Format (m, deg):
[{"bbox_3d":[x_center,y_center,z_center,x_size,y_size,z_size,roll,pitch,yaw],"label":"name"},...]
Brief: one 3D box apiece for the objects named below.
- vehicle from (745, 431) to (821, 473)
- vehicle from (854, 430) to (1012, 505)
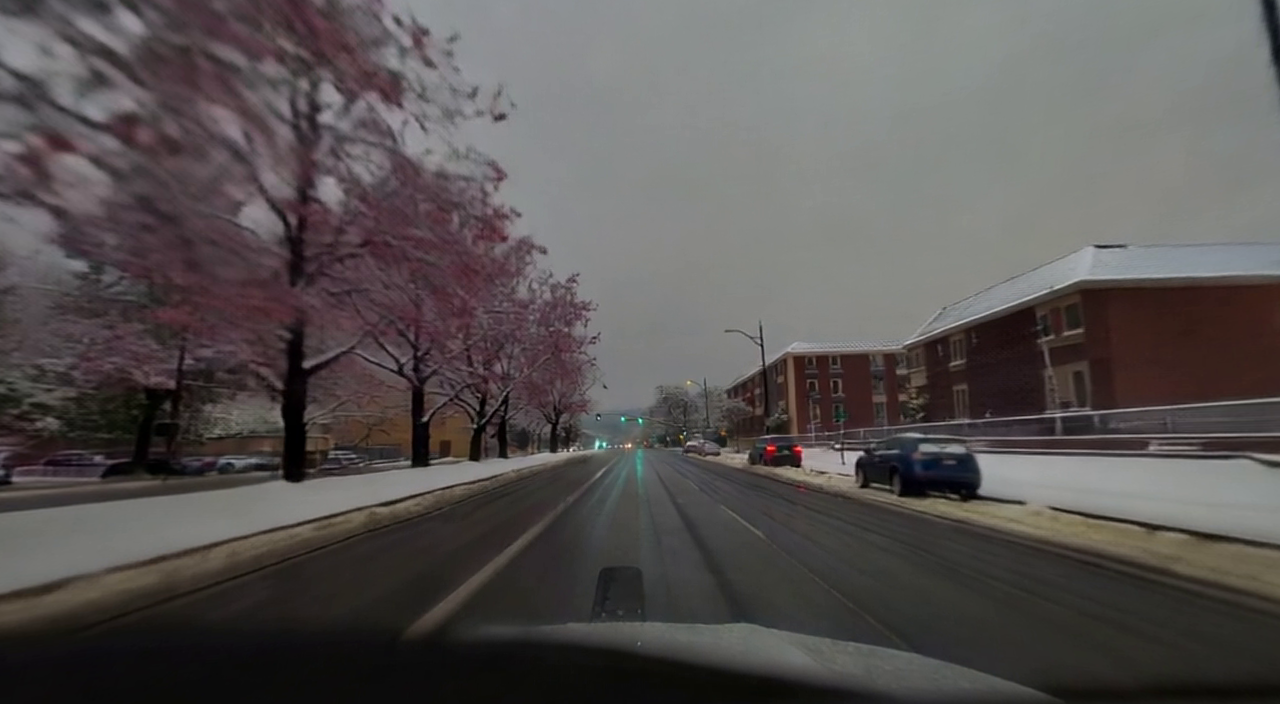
[{"bbox_3d":[6.976,4.974,31.580,2.450,1.892,5.107,0,-9,-2],"label":"vehicle"},{"bbox_3d":[7.254,2.899,16.237,1.940,1.647,4.309,0,-9,-1],"label":"vehicle"}]
